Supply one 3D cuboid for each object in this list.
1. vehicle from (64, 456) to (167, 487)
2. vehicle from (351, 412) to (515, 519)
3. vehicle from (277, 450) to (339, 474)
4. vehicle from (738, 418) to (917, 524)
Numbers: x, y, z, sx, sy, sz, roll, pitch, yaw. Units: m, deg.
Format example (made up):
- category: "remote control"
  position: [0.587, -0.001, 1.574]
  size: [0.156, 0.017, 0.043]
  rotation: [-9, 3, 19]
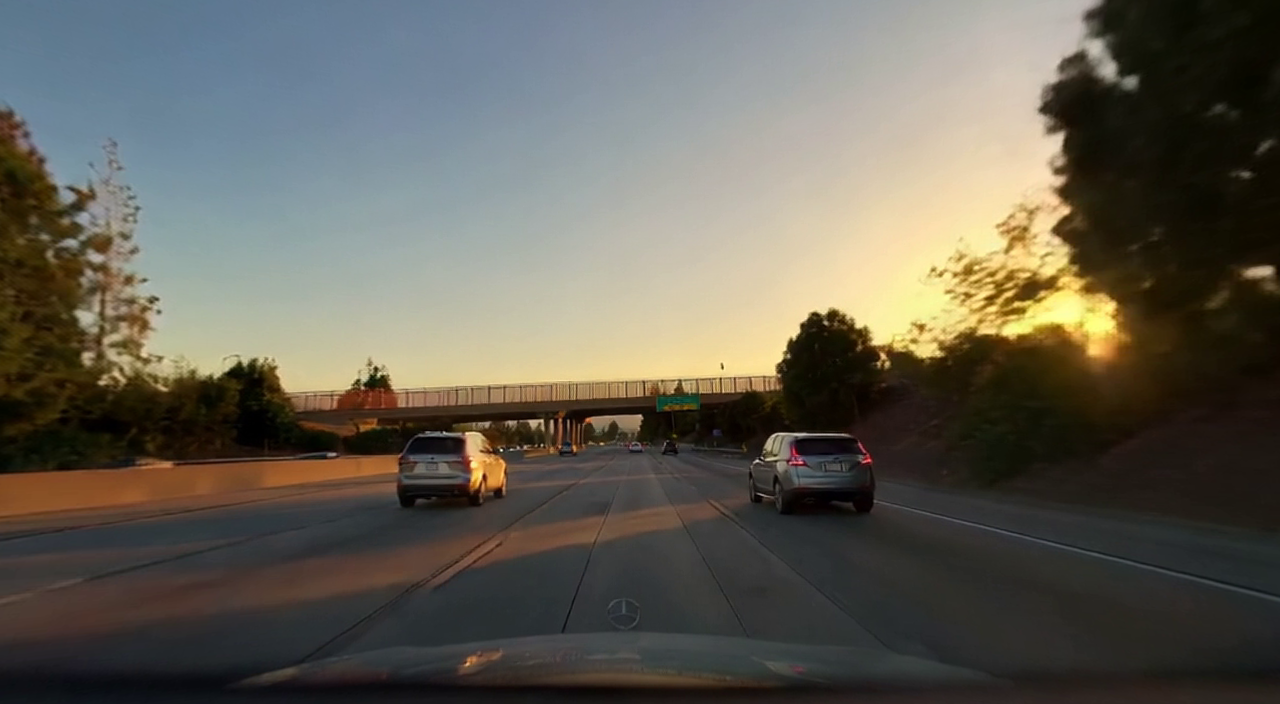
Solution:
- category: "vehicle"
  position: [-33.536, 7.619, 40.664]
  size: [2.030, 1.784, 5.303]
  rotation: [-1, -9, 0]
- category: "vehicle"
  position: [-4.170, 2.389, 13.705]
  size: [2.018, 1.872, 4.728]
  rotation: [0, -9, -1]
- category: "vehicle"
  position: [-22.800, 7.548, 43.598]
  size: [1.832, 1.519, 4.577]
  rotation: [0, -9, -1]
- category: "vehicle"
  position: [3.515, 2.353, 12.961]
  size: [2.185, 1.749, 4.477]
  rotation: [0, -9, -1]
